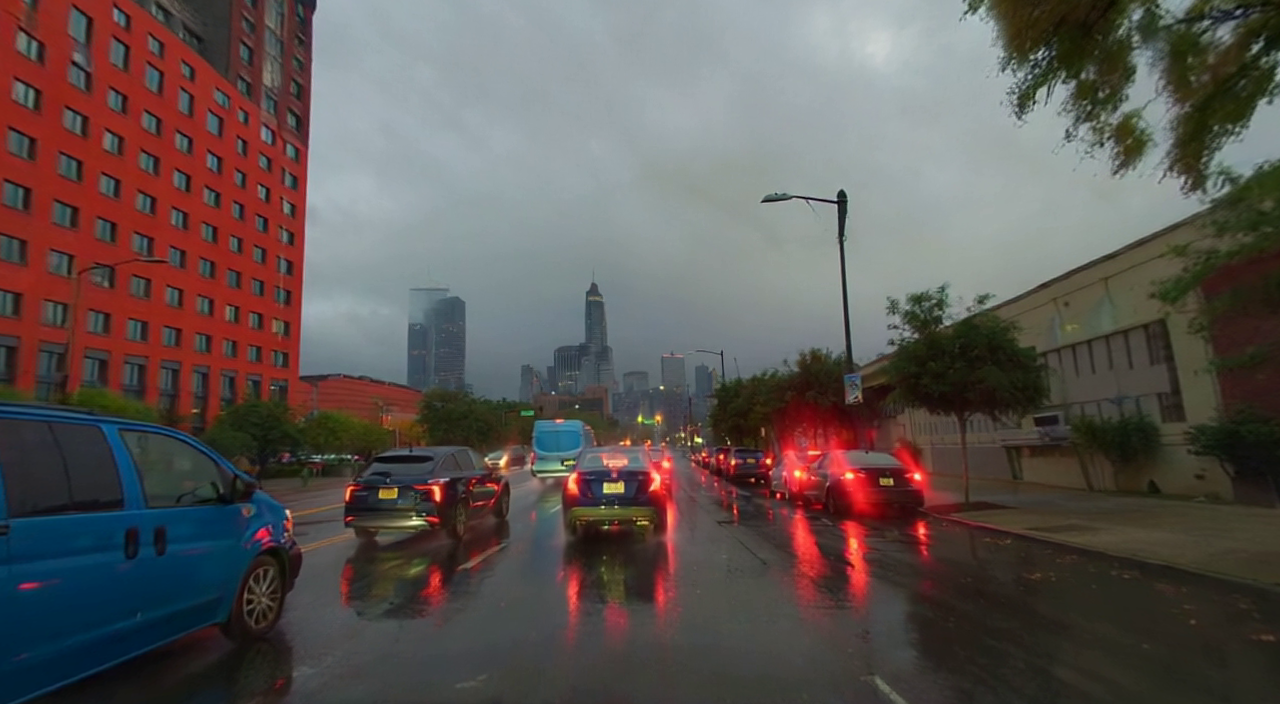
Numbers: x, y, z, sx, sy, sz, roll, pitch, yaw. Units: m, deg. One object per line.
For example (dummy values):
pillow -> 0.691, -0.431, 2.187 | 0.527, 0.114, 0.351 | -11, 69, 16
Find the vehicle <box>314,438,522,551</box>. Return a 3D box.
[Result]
vehicle -> -3.528, 2.334, 11.083 | 1.995, 1.554, 4.426 | 0, -9, 1

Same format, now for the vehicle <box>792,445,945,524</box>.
vehicle -> 4.899, 2.854, 14.186 | 1.832, 1.491, 4.054 | 1, -9, -1

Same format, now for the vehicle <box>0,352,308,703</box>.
vehicle -> -3.730, 0.876, 2.537 | 2.140, 1.768, 4.685 | 0, -9, 1

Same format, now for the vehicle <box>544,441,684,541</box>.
vehicle -> -0.389, 2.470, 11.855 | 2.152, 1.518, 4.113 | 0, -9, 0
